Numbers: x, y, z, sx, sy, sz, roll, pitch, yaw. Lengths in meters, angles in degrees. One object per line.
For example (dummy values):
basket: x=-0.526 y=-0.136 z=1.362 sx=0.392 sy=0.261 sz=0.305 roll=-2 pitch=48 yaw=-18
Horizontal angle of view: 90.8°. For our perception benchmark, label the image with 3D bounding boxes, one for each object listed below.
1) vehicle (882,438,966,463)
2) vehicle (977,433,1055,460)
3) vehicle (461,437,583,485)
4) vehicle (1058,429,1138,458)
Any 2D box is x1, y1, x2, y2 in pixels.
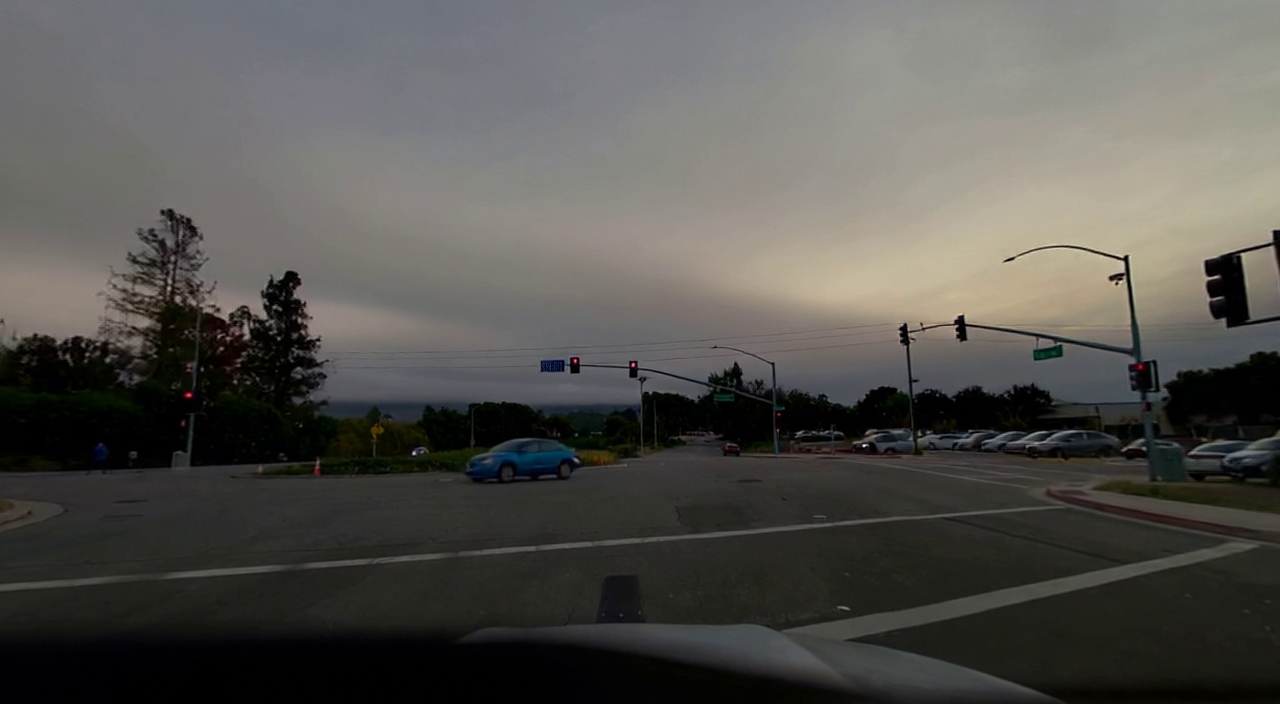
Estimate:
vehicle: x=18.715 y=6.457 z=41.634 sx=5.234 sy=1.549 sz=1.982 roll=4 pitch=-9 yaw=-24
vehicle: x=26.948 y=6.754 z=45.264 sx=5.032 sy=1.828 sz=2.183 roll=4 pitch=-9 yaw=-24
vehicle: x=-4.015 y=3.741 z=21.978 sx=1.740 sy=1.500 sz=3.896 roll=-8 pitch=-11 yaw=41
vehicle: x=36.095 y=7.232 z=49.737 sx=6.148 sy=2.119 sz=2.473 roll=4 pitch=-10 yaw=-28
